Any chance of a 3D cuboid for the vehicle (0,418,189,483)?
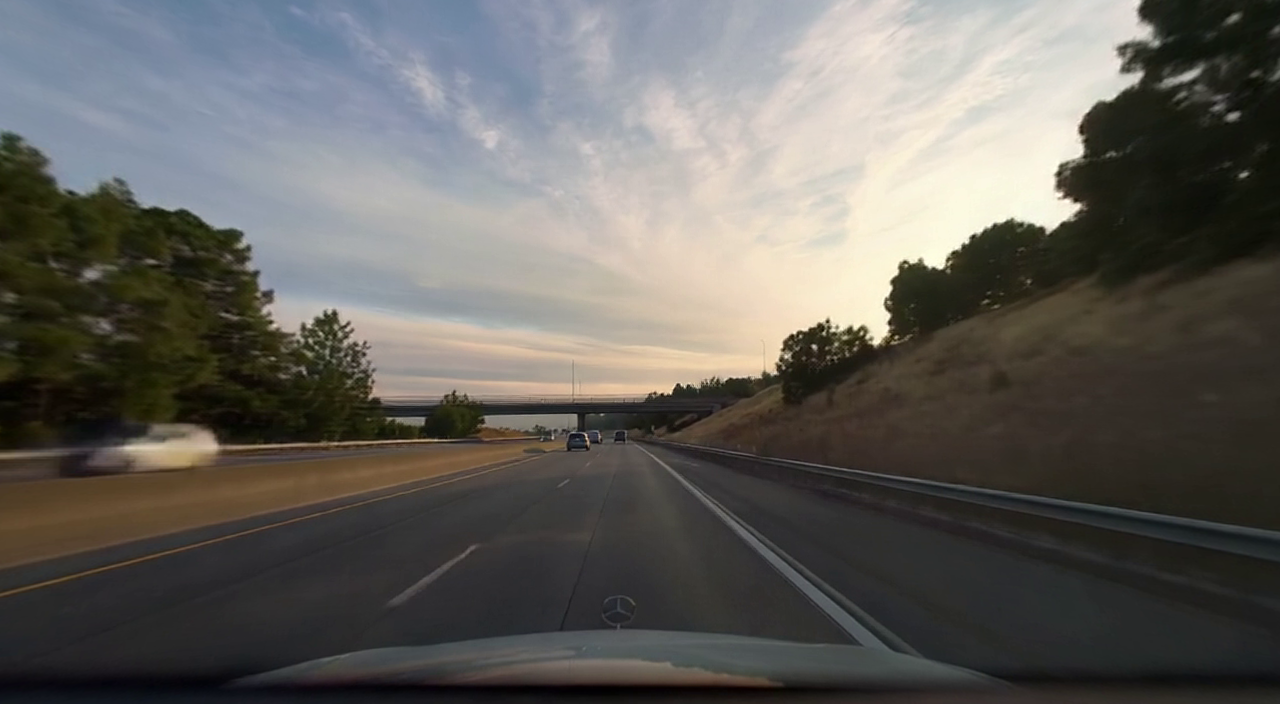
[{"bbox_3d":[-14.927,2.650,17.227,1.858,1.521,4.450,0,-8,-1],"label":"vehicle"}]
